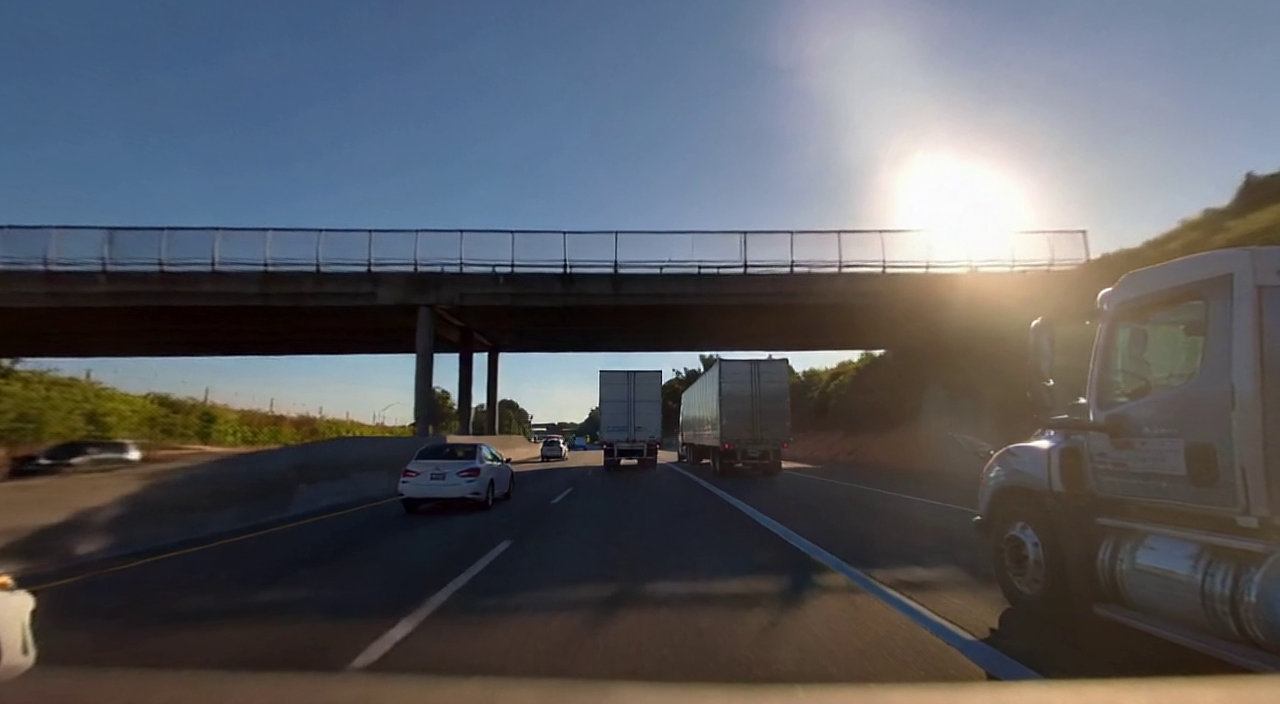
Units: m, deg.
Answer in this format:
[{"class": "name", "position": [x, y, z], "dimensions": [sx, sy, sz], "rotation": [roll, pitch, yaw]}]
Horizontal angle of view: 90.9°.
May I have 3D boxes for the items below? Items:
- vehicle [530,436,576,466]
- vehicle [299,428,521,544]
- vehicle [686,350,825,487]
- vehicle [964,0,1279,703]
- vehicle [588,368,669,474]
[{"class": "vehicle", "position": [-4.574, 5.254, 33.620], "dimensions": [2.049, 1.483, 3.786], "rotation": [0, -8, -2]}, {"class": "vehicle", "position": [-3.371, 2.029, 10.391], "dimensions": [1.894, 1.460, 4.662], "rotation": [0, -8, 0]}, {"class": "vehicle", "position": [3.681, 2.658, 23.638], "dimensions": [2.817, 3.886, 11.491], "rotation": [0, -8, -1]}, {"class": "vehicle", "position": [3.953, -0.378, 1.428], "dimensions": [3.074, 3.896, 5.910], "rotation": [0, -8, -1]}, {"class": "vehicle", "position": [-0.471, 3.345, 29.428], "dimensions": [3.090, 4.065, 10.702], "rotation": [0, -8, 0]}]
